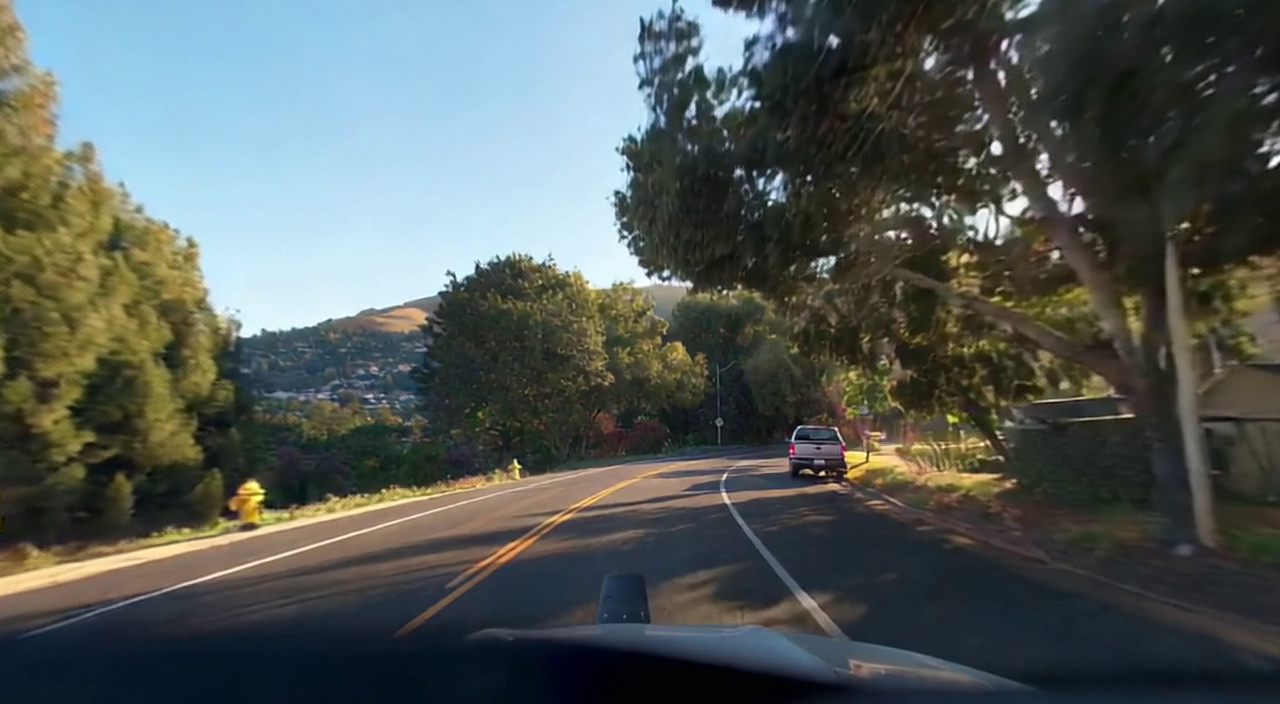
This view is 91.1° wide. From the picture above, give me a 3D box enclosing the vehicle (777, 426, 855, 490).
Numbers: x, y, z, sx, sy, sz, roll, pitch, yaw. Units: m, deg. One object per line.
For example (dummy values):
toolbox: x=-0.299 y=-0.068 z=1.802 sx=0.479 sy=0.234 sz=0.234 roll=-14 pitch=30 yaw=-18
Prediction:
vehicle: x=5.579 y=3.361 z=20.439 sx=1.992 sy=1.817 sz=4.467 roll=-1 pitch=-8 yaw=10
